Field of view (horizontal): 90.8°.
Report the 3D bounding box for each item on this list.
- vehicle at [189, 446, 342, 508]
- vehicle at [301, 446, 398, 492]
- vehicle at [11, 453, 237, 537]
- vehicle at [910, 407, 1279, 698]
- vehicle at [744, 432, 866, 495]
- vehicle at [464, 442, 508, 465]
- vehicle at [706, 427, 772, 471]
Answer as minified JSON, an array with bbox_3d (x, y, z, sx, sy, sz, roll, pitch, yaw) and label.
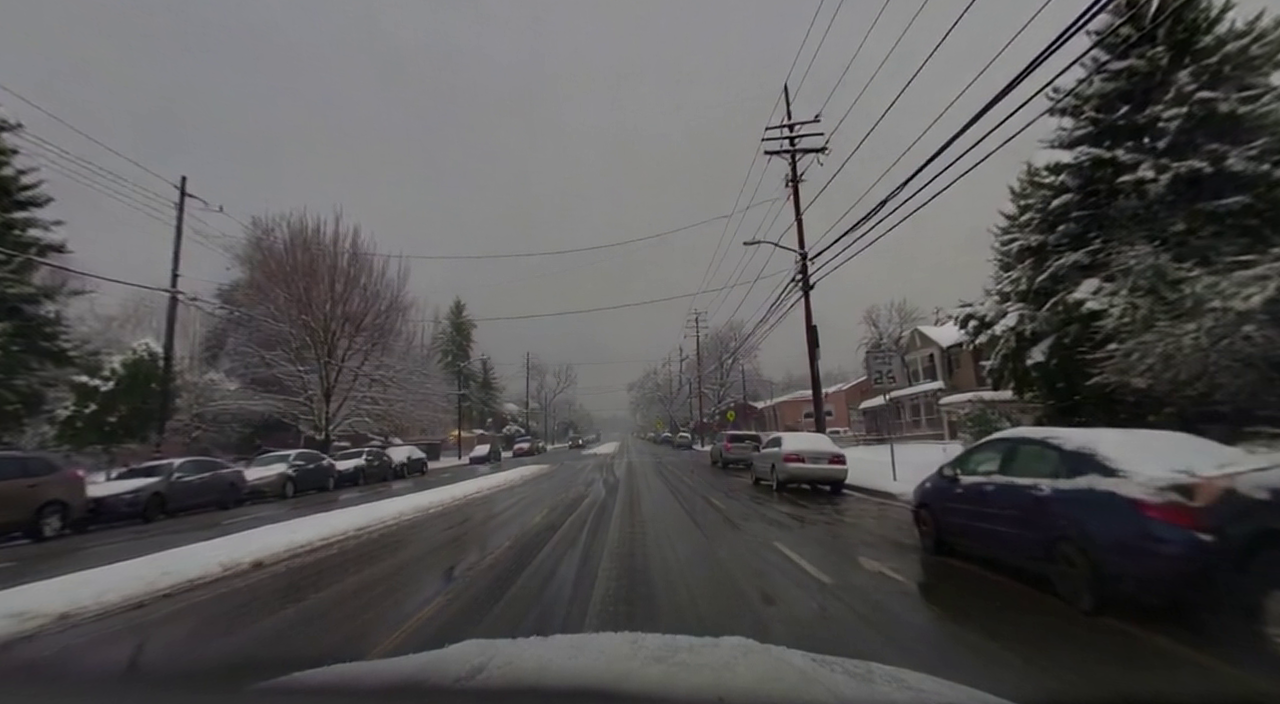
[{"bbox_3d":[-11.035,3.667,19.120,1.955,1.522,4.759,0,-8,-3],"label":"vehicle"},{"bbox_3d":[-11.021,4.425,24.366,1.804,1.513,4.450,0,-8,-2],"label":"vehicle"},{"bbox_3d":[-11.177,3.056,14.133,1.689,1.461,4.008,0,-8,-1],"label":"vehicle"},{"bbox_3d":[4.368,1.353,5.632,1.960,1.512,4.606,0,-8,1],"label":"vehicle"},{"bbox_3d":[4.251,2.919,17.111,1.989,1.471,4.460,0,-8,-1],"label":"vehicle"},{"bbox_3d":[-11.472,7.559,47.323,1.970,1.523,4.702,-1,-8,2],"label":"vehicle"},{"bbox_3d":[4.346,4.314,28.469,2.126,1.802,4.259,0,-8,-2],"label":"vehicle"}]
